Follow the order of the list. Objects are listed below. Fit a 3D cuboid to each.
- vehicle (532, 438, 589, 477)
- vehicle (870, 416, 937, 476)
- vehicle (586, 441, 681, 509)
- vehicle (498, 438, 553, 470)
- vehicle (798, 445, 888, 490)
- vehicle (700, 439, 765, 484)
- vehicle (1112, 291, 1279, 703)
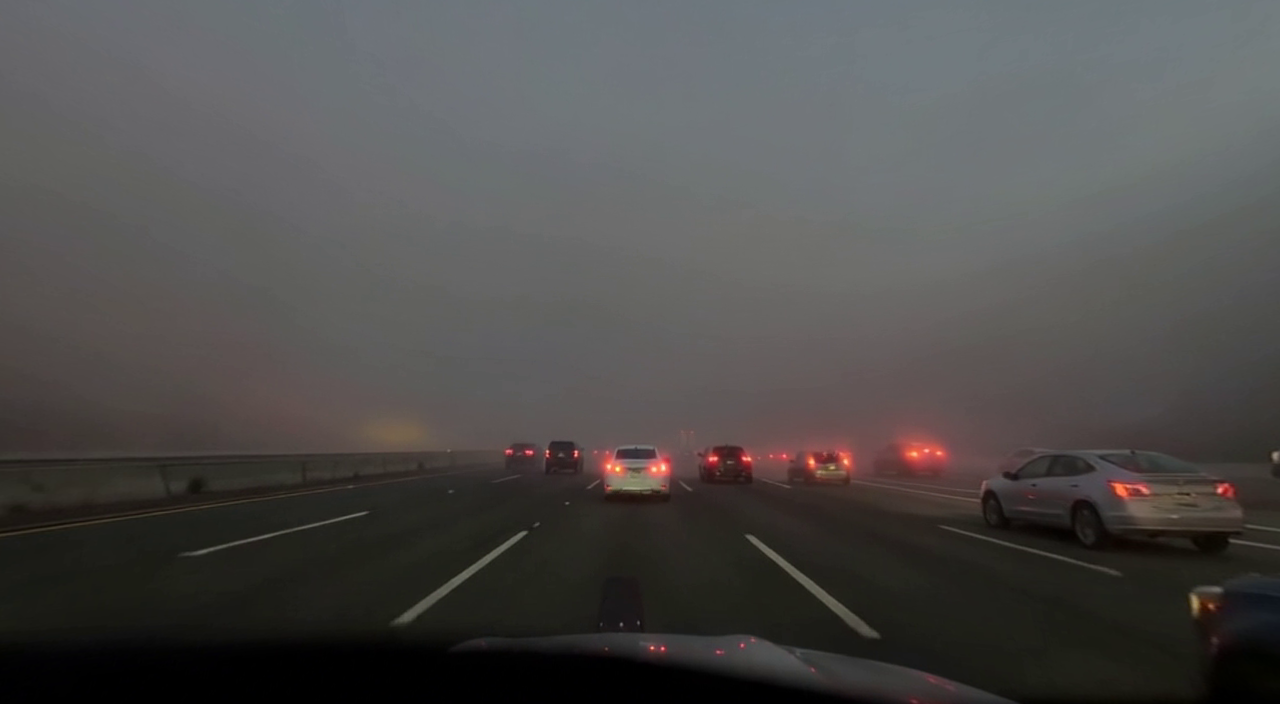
[{"bbox_3d":[-3.788,5.165,30.938,2.079,1.741,4.436,0,-9,2],"label":"vehicle"},{"bbox_3d":[17.351,6.204,41.664,2.777,3.740,3.338,1,-9,-1],"label":"vehicle"},{"bbox_3d":[-0.131,3.081,16.214,2.132,1.499,4.038,0,-9,1],"label":"vehicle"},{"bbox_3d":[-7.681,6.951,42.974,2.487,1.986,6.157,0,-9,1],"label":"vehicle"},{"bbox_3d":[7.475,4.274,23.656,1.942,1.482,4.250,0,-9,0],"label":"vehicle"},{"bbox_3d":[3.687,4.462,25.833,2.053,1.666,4.106,0,-9,0],"label":"vehicle"},{"bbox_3d":[3.401,0.470,0.566,2.215,1.879,4.845,0,-9,1],"label":"vehicle"}]
